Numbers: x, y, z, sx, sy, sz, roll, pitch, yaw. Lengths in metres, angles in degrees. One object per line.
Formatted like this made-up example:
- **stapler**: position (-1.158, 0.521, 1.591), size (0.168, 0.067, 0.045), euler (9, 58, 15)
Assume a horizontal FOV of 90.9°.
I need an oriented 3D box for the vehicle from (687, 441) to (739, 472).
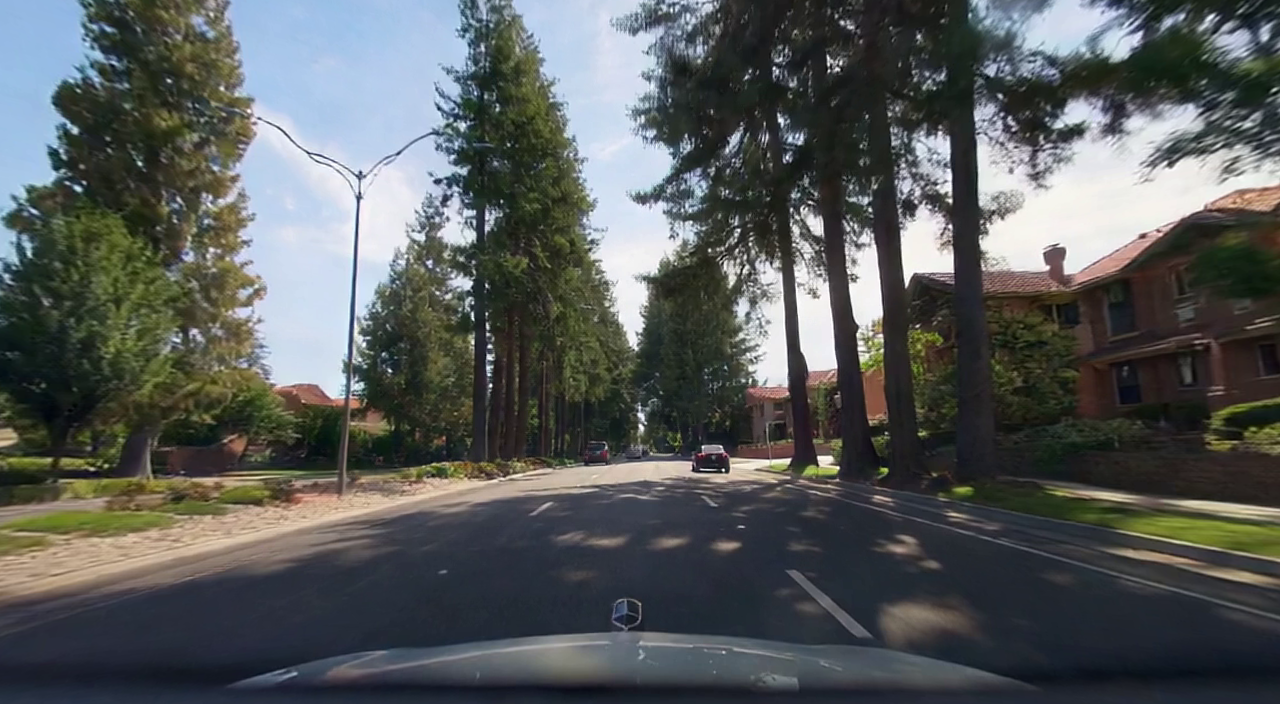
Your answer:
- **vehicle**: position (3.989, 5.822, 35.351), size (2.237, 1.578, 4.621), euler (0, -8, -1)
